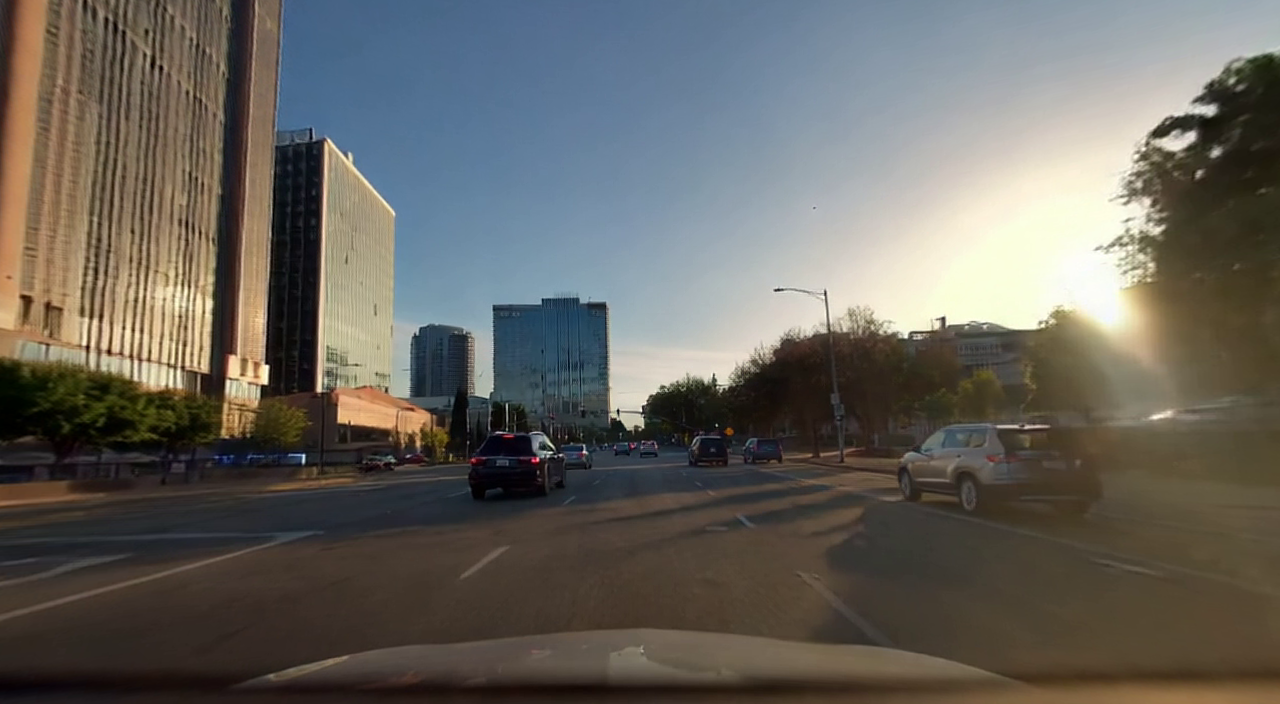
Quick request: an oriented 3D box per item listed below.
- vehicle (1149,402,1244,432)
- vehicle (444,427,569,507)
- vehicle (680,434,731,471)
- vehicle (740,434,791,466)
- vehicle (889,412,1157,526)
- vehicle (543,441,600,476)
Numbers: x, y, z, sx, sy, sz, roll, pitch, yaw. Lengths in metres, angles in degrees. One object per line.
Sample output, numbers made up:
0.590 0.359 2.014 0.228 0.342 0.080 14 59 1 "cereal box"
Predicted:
40.589 4.836 46.180 2.022 1.925 5.391 0 -9 0 "vehicle"
-3.174 2.850 16.028 2.141 1.719 4.379 -1 -9 1 "vehicle"
3.376 5.292 33.366 2.178 1.804 4.766 0 -9 0 "vehicle"
7.481 5.922 38.053 2.076 1.793 4.464 0 -9 -1 "vehicle"
6.586 2.081 11.662 2.088 1.666 4.512 0 -9 0 "vehicle"
-3.138 4.977 29.630 2.036 1.465 4.301 -1 -9 2 "vehicle"
